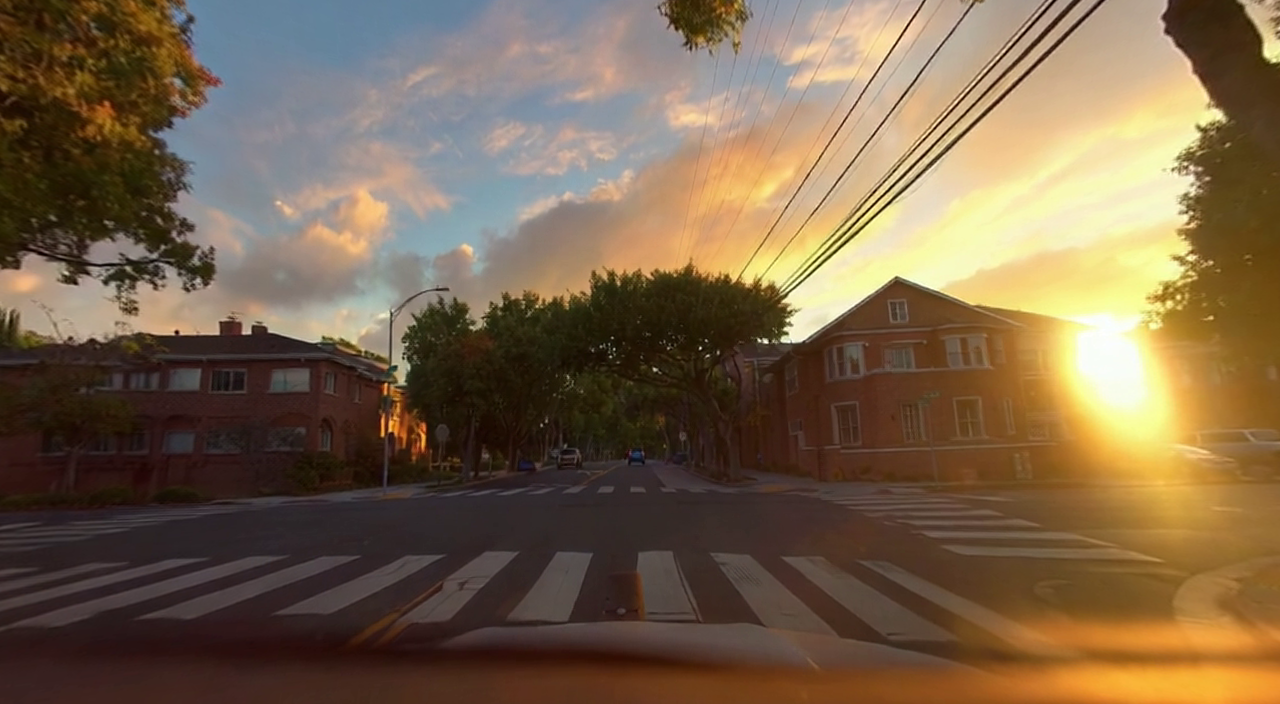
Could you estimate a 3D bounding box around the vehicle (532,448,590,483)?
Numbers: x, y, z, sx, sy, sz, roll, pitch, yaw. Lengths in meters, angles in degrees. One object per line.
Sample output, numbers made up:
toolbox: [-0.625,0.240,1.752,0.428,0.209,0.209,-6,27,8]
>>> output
vehicle: [-3.614,5.246,29.487,2.102,1.463,4.024,0,-9,1]

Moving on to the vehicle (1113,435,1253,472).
vehicle: [23.428,4.397,27.561,1.841,1.448,4.688,0,-9,-1]
